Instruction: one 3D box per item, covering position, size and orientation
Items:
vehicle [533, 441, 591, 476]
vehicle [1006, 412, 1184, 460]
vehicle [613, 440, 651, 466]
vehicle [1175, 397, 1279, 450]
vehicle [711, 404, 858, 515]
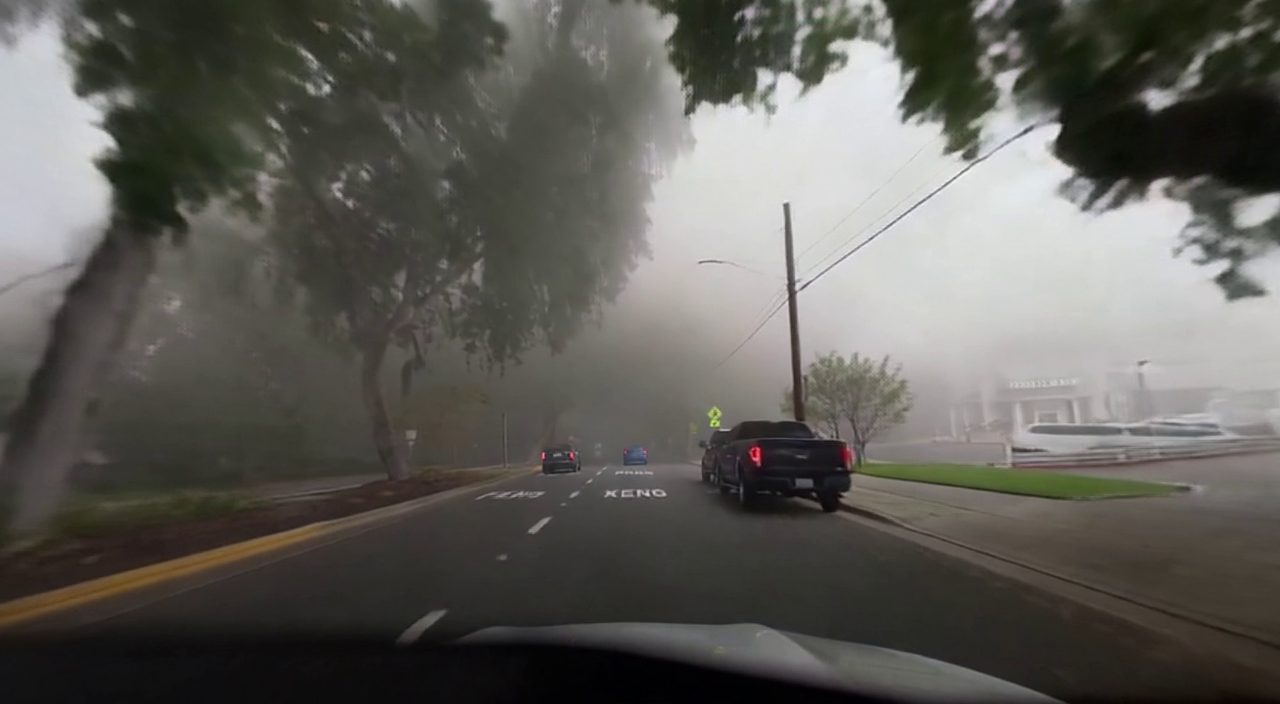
[{"bbox_3d":[-3.493,4.848,28.986,2.083,1.460,4.527,0,-8,0],"label":"vehicle"},{"bbox_3d":[15.766,2.985,22.135,1.881,1.477,4.617,4,-9,-27],"label":"vehicle"},{"bbox_3d":[-0.482,6.192,38.825,2.187,1.478,4.138,0,-8,-1],"label":"vehicle"},{"bbox_3d":[21.988,2.505,21.837,2.031,1.732,4.653,4,-9,-24],"label":"vehicle"},{"bbox_3d":[2.986,2.389,14.465,2.072,2.017,5.590,0,-8,0],"label":"vehicle"}]
